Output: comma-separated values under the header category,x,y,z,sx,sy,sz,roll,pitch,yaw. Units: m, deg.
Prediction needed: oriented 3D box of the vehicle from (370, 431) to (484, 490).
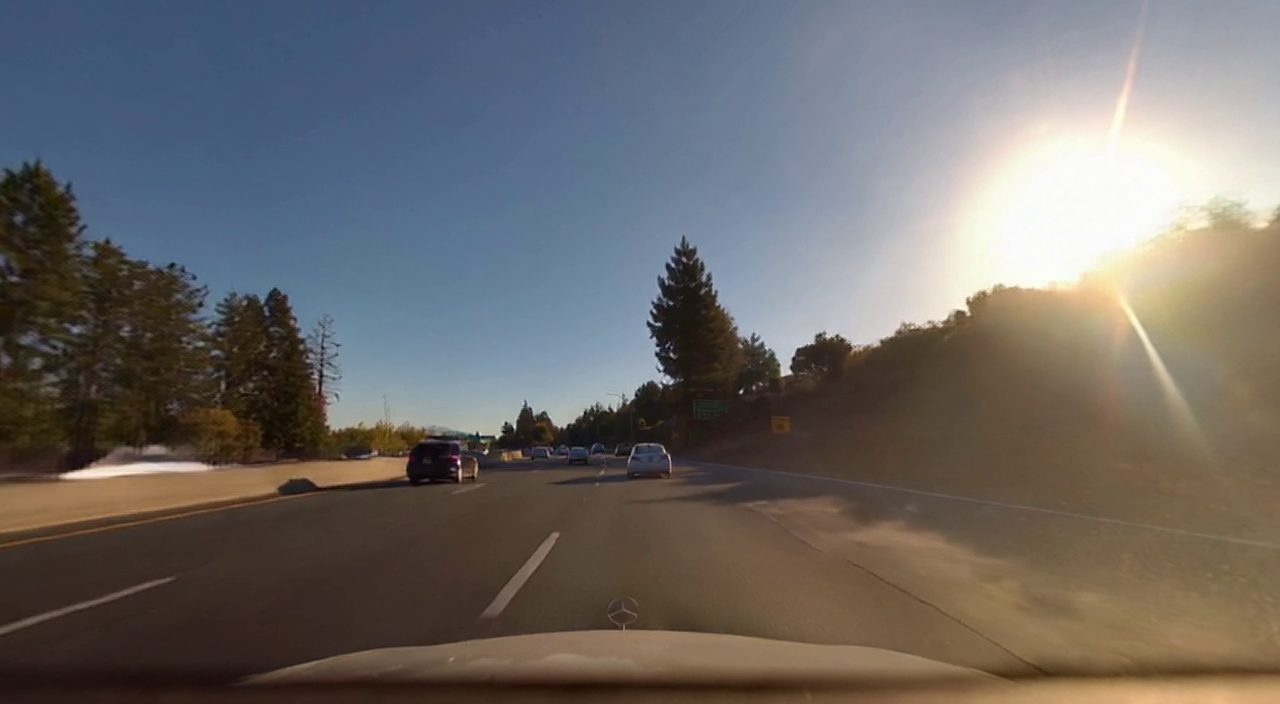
category,x,y,z,sx,sy,sz,roll,pitch,yaw
vehicle,-6.857,3.565,20.971,2.221,1.693,4.631,0,-9,-1

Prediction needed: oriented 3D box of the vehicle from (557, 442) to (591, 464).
category,x,y,z,sx,sy,sz,roll,pitch,yaw
vehicle,-4.741,7.357,46.085,2.246,1.519,4.980,0,-9,-3

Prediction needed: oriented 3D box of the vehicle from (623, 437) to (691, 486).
category,x,y,z,sx,sy,sz,roll,pitch,yaw
vehicle,0.457,3.634,21.153,2.051,1.444,3.927,0,-9,-1
